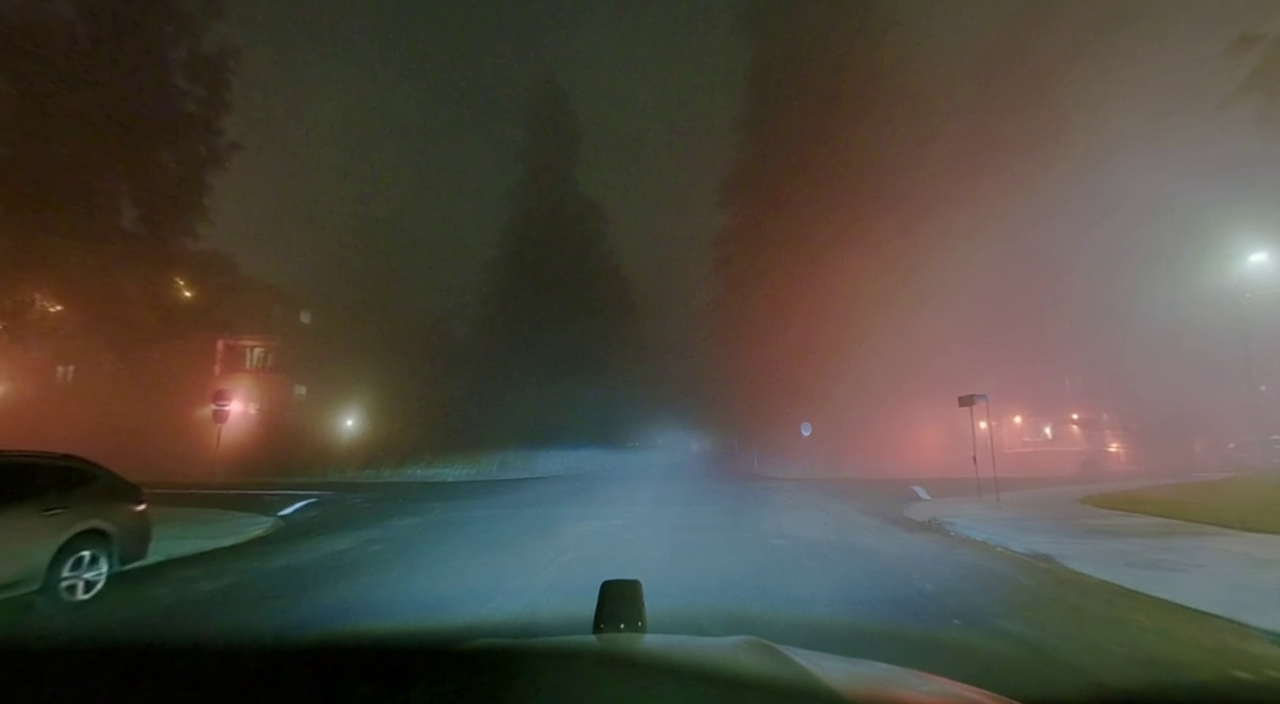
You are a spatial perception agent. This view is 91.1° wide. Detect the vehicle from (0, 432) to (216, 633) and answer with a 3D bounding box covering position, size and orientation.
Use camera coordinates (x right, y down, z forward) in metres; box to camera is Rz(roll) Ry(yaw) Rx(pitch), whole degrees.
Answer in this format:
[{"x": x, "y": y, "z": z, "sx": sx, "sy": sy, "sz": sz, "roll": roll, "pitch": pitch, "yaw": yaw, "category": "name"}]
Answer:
[{"x": -5.633, "y": 1.371, "z": 4.409, "sx": 1.943, "sy": 1.433, "sz": 4.717, "roll": -6, "pitch": -10, "yaw": 2, "category": "vehicle"}]
